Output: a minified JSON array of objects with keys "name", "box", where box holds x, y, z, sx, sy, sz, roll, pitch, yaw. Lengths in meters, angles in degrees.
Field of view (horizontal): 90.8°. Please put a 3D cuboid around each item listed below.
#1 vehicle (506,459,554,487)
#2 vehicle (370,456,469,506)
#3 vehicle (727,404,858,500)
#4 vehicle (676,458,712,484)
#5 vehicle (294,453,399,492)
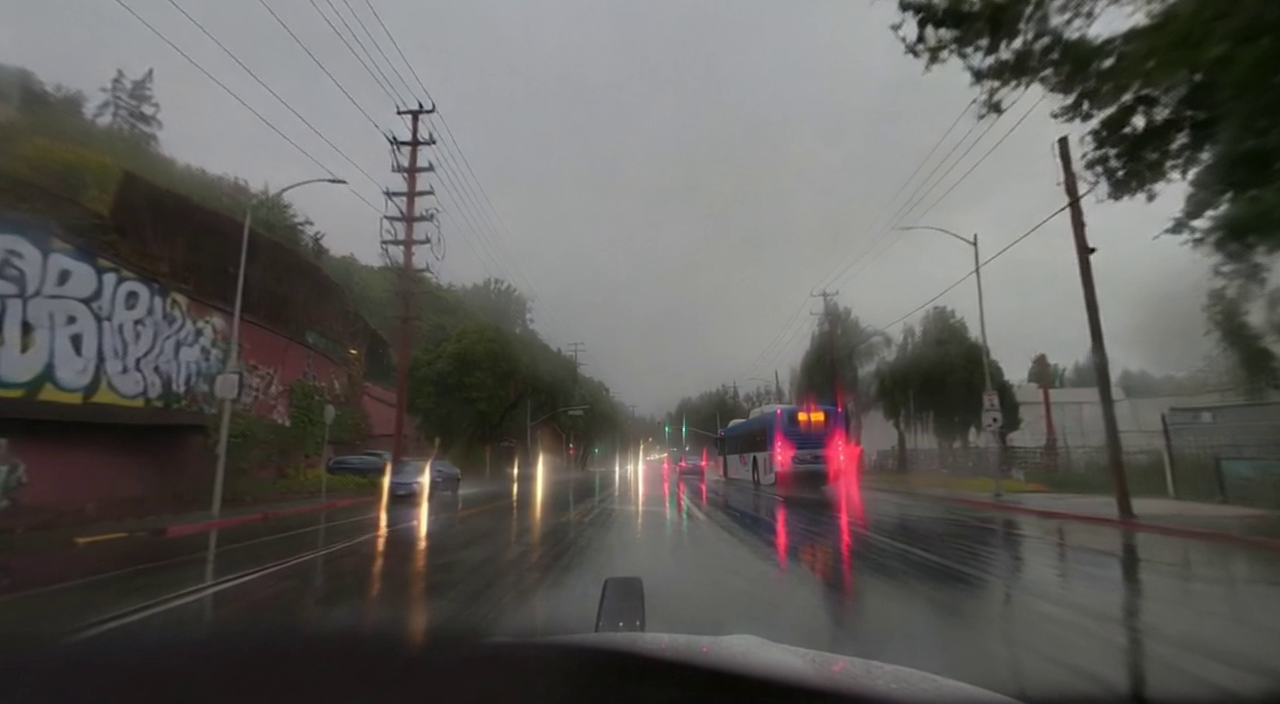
[{"name":"vehicle","box":[-7.393,8.172,42.818,2.017,1.659,4.405,-1,-9,7]},{"name":"vehicle","box":[-8.476,4.988,24.807,2.011,1.672,4.637,-1,-9,3]},{"name":"vehicle","box":[6.409,4.573,29.312,3.045,3.447,12.604,0,-9,1]},{"name":"vehicle","box":[3.473,7.755,41.380,1.961,1.470,4.196,0,-9,0]},{"name":"vehicle","box":[-15.632,6.417,33.969,4.719,1.903,2.051,2,-9,-13]}]
